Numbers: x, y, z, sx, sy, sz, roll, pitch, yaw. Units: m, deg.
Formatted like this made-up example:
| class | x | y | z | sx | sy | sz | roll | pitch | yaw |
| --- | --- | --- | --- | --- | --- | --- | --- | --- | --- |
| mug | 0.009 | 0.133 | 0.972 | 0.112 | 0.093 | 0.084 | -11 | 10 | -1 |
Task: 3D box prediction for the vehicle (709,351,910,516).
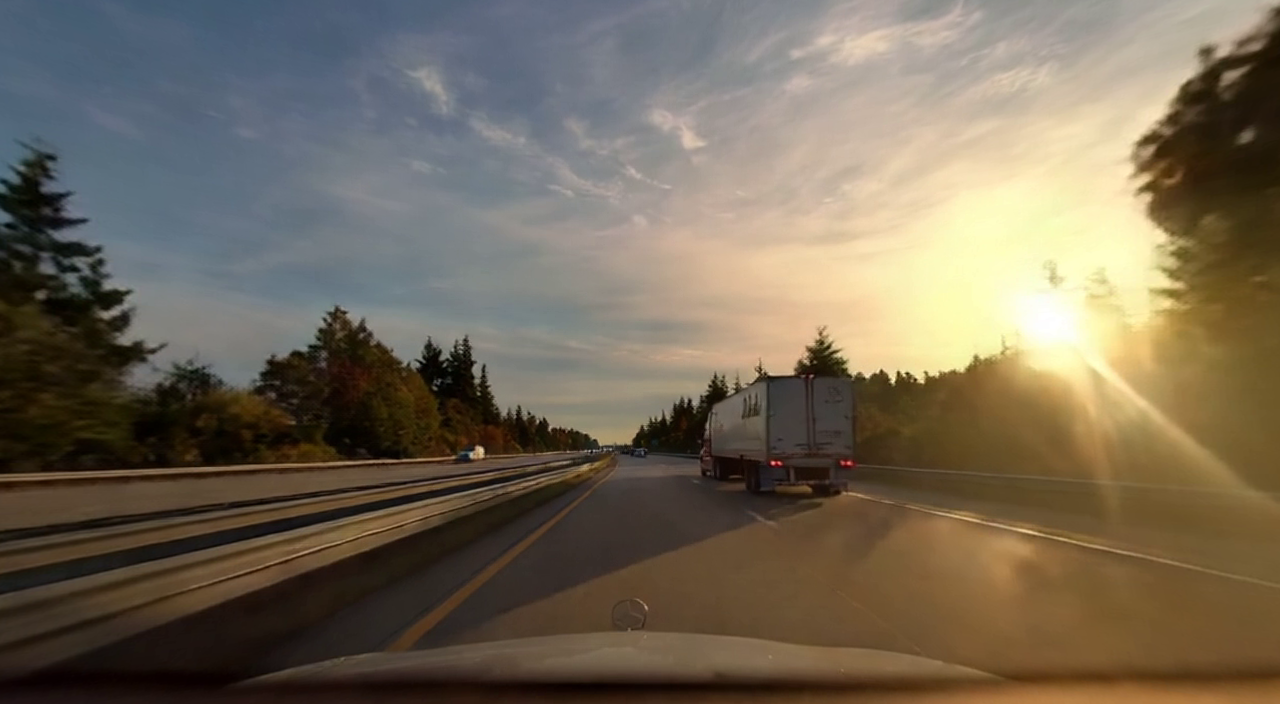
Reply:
| class | x | y | z | sx | sy | sz | roll | pitch | yaw |
| --- | --- | --- | --- | --- | --- | --- | --- | --- | --- |
| vehicle | 4.152 | 2.574 | 18.992 | 2.876 | 3.419 | 11.591 | 0 | -9 | 0 |
